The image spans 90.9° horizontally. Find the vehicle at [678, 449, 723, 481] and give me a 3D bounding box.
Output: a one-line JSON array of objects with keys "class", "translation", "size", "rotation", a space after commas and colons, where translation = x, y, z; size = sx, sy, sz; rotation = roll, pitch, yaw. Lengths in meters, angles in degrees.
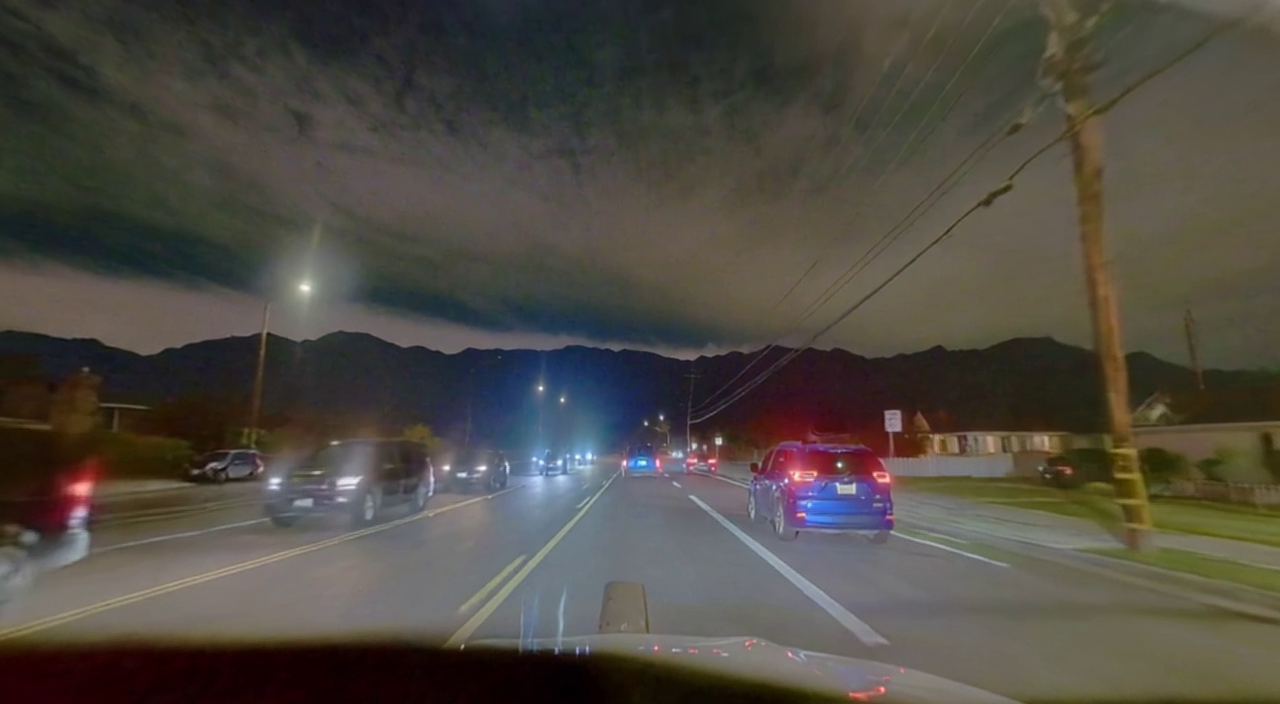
[{"class": "vehicle", "translation": [3.303, 6.232, 35.148], "size": [1.957, 1.646, 4.355], "rotation": [0, -9, -1]}]

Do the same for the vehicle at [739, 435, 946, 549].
[{"class": "vehicle", "translation": [3.370, 2.429, 11.725], "size": [2.155, 1.658, 4.721], "rotation": [0, -9, -2]}]

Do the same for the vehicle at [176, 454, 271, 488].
[{"class": "vehicle", "translation": [-20.245, 5.774, 30.877], "size": [1.763, 1.459, 4.315], "rotation": [1, -9, -1]}]

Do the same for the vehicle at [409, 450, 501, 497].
[{"class": "vehicle", "translation": [-6.383, 4.227, 22.373], "size": [1.891, 1.479, 4.624], "rotation": [0, -9, 0]}]

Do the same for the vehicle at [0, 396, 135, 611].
[{"class": "vehicle", "translation": [-6.385, 1.154, 4.474], "size": [1.983, 1.801, 4.391], "rotation": [0, -9, -1]}]

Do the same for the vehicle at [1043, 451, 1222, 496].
[{"class": "vehicle", "translation": [17.282, 4.277, 22.312], "size": [4.656, 1.461, 1.955], "rotation": [0, -9, 0]}]

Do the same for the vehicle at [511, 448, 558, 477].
[{"class": "vehicle", "translation": [-6.443, 6.791, 38.988], "size": [2.095, 1.695, 4.431], "rotation": [0, -9, 0]}]

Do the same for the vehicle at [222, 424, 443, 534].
[{"class": "vehicle", "translation": [-6.190, 2.613, 13.700], "size": [1.993, 1.884, 5.481], "rotation": [0, -9, 0]}]

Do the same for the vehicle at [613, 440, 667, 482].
[{"class": "vehicle", "translation": [-0.034, 5.667, 33.205], "size": [2.636, 2.011, 5.130], "rotation": [0, -9, -1]}]
